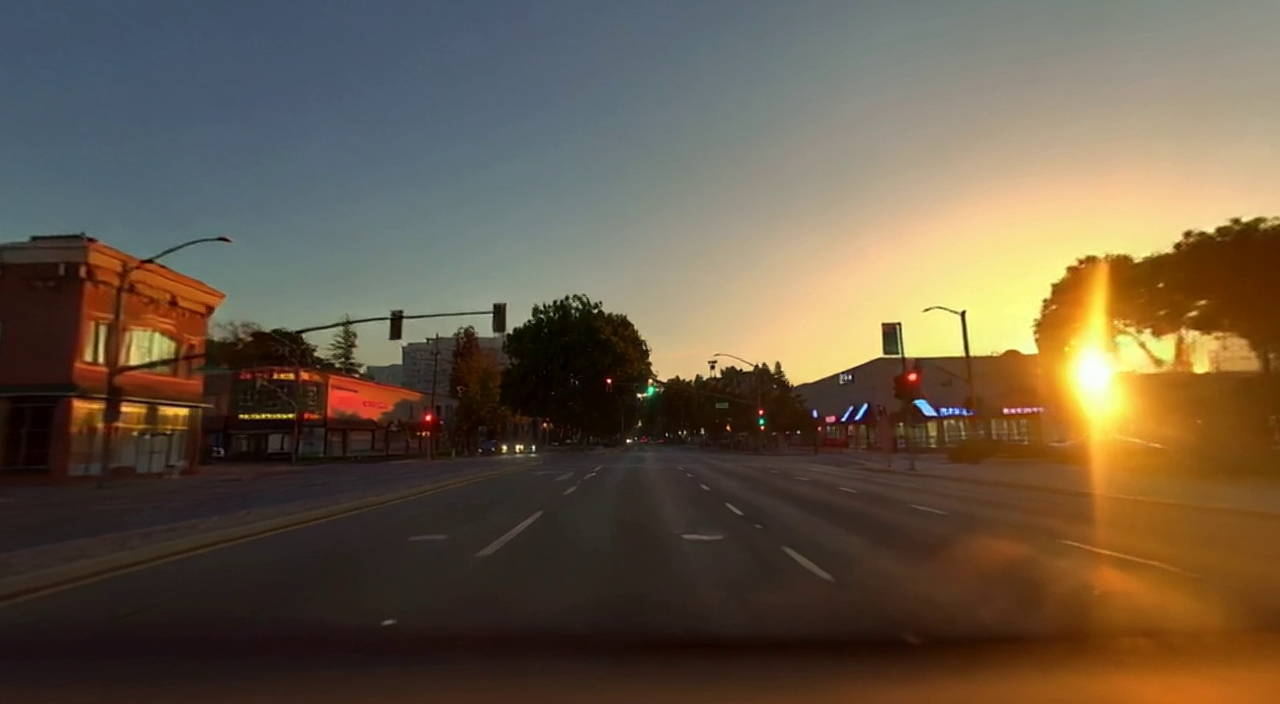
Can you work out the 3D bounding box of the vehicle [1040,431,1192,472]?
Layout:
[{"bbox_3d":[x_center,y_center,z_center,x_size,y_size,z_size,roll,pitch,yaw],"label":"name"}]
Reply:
[{"bbox_3d":[18.840,3.947,25.148,4.545,1.511,1.935,0,-8,-3],"label":"vehicle"}]

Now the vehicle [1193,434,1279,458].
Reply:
[{"bbox_3d":[41.328,6.487,43.670,4.157,1.552,1.953,-1,-8,2],"label":"vehicle"}]
